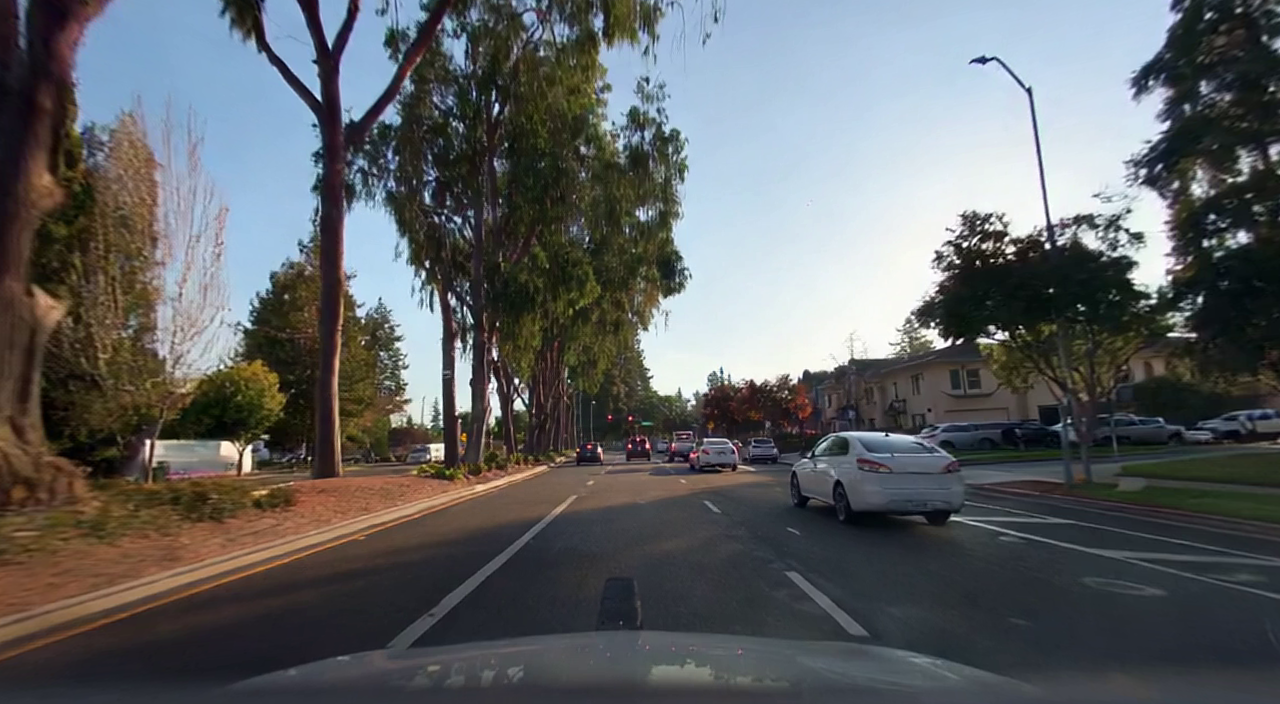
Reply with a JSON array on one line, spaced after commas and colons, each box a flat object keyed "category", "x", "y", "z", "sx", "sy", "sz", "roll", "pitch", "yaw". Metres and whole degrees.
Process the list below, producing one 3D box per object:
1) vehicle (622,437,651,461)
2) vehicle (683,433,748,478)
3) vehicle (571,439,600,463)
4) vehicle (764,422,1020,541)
[{"category": "vehicle", "x": -0.295, "y": 7.313, "z": 47.495, "sx": 2.052, "sy": 1.693, "sz": 4.554, "roll": 0, "pitch": -8, "yaw": -1}, {"category": "vehicle", "x": 3.022, "y": 4.289, "z": 26.369, "sx": 2.041, "sy": 1.688, "sz": 4.717, "roll": 0, "pitch": -8, "yaw": -1}, {"category": "vehicle", "x": -4.136, "y": 7.601, "z": 48.628, "sx": 2.083, "sy": 1.691, "sz": 4.398, "roll": 0, "pitch": -9, "yaw": -3}, {"category": "vehicle", "x": 3.748, "y": 2.046, "z": 10.666, "sx": 2.165, "sy": 1.513, "sz": 4.911, "roll": 0, "pitch": -9, "yaw": -2}]
